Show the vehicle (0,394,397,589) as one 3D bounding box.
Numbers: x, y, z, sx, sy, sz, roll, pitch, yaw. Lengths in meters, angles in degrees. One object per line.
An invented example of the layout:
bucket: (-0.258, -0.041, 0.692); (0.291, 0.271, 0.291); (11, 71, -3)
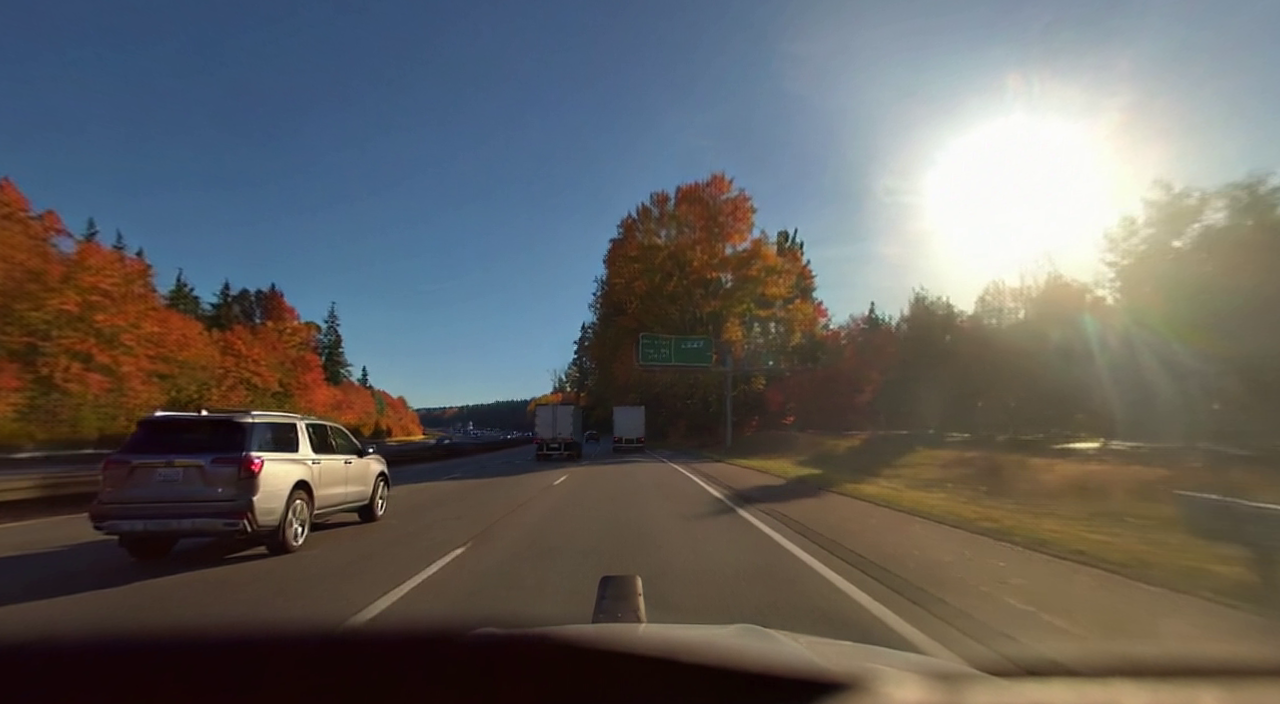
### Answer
vehicle: (-4.920, 1.508, 7.750); (2.089, 1.669, 4.515); (0, -8, -1)

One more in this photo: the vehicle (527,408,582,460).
vehicle: (-4.779, 4.717, 36.114); (2.383, 2.726, 5.677); (0, -8, 0)
